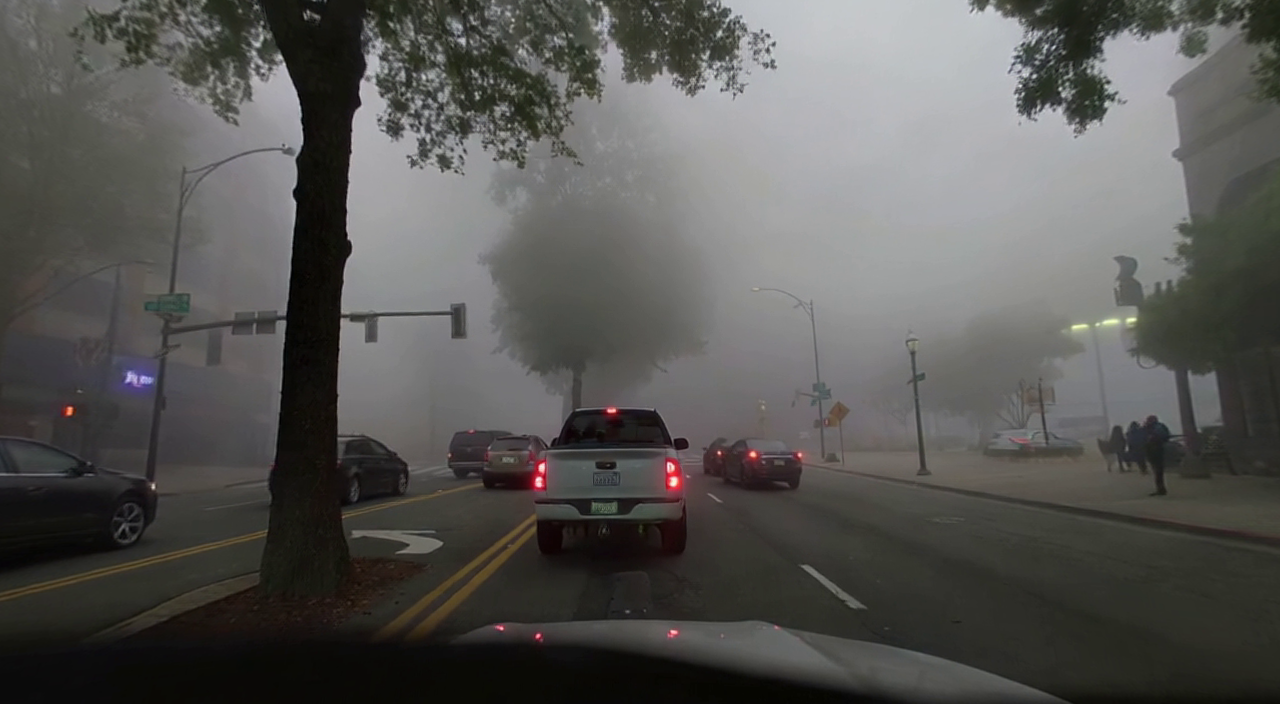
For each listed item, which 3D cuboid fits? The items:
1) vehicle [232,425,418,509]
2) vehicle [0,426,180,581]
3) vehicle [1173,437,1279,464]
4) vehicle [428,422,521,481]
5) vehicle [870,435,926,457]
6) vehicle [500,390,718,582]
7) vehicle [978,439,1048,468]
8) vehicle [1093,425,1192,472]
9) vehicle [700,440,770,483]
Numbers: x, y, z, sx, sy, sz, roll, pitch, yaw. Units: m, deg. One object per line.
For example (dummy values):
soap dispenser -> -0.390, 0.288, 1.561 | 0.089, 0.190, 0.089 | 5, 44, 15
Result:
vehicle -> -7.111, 2.629, 14.894 | 1.941, 1.655, 4.503 | 0, -8, 2
vehicle -> -6.972, 1.446, 6.029 | 1.831, 1.451, 4.382 | 0, -8, 0
vehicle -> 29.727, 4.942, 31.659 | 4.176, 1.313, 1.719 | 0, -8, 2
vehicle -> -6.449, 3.956, 25.217 | 2.496, 2.112, 4.351 | 0, -8, 0
vehicle -> 20.101, 7.326, 49.044 | 4.361, 1.653, 2.034 | 6, -11, -37
vehicle -> -0.310, 1.597, 8.233 | 2.064, 1.817, 4.298 | 0, -8, -1
vehicle -> 20.099, 5.411, 33.920 | 3.836, 1.443, 1.694 | 5, -10, -35
vehicle -> 19.220, 3.659, 24.045 | 4.156, 1.622, 1.924 | 7, -11, -38
vehicle -> 3.423, 4.043, 23.513 | 2.023, 1.441, 4.240 | 0, -8, 1
